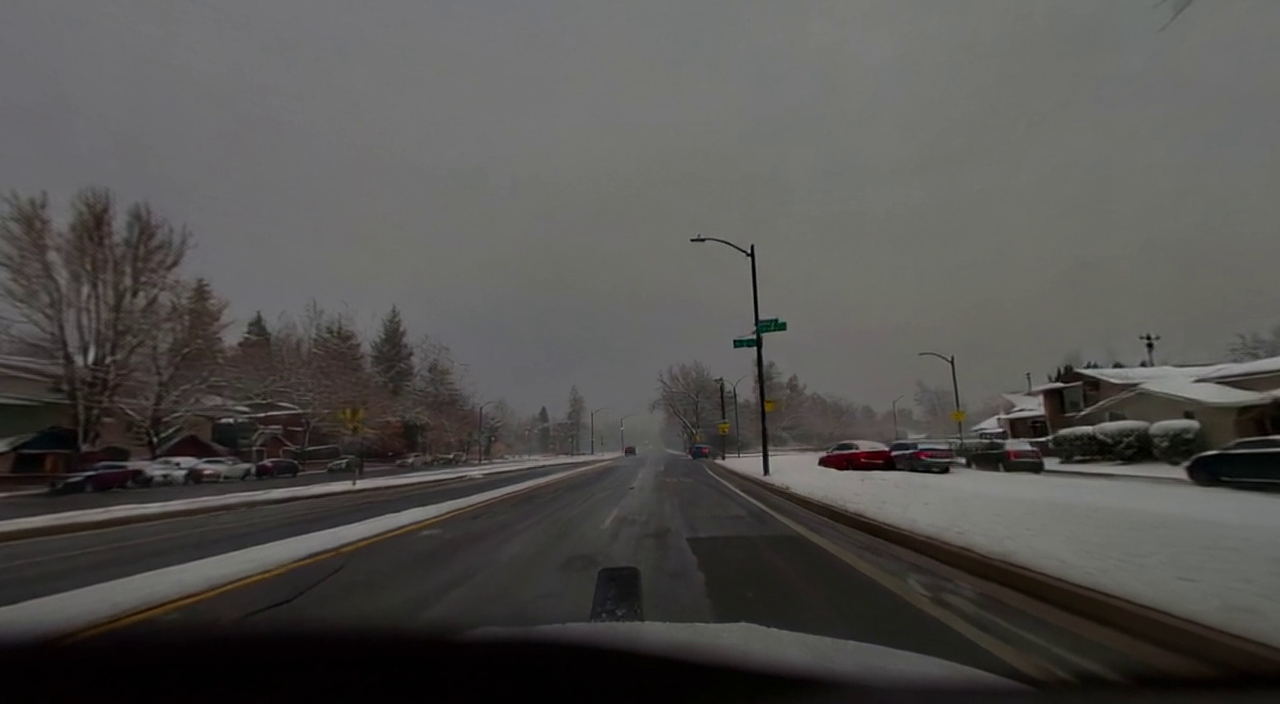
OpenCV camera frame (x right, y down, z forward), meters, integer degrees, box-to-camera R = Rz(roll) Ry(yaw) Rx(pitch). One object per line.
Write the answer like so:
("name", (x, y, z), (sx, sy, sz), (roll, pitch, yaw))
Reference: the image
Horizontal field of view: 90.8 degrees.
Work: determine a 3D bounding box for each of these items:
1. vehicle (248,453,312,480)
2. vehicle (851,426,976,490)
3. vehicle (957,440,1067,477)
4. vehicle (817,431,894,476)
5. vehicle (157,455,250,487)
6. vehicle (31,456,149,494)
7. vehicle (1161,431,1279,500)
("vehicle", (-27.163, 8.735, 47.880), (1.936, 1.723, 4.573), (-4, -13, 3))
("vehicle", (9.096, 3.719, 21.541), (1.923, 1.741, 4.683), (-3, -13, -2))
("vehicle", (16.108, 4.639, 27.730), (1.969, 1.465, 4.930), (0, -8, 2))
("vehicle", (9.172, 4.486, 27.318), (2.004, 1.476, 4.588), (-4, -14, 4))
("vehicle", (-27.610, 7.504, 40.234), (2.076, 1.815, 4.985), (-1, -9, 5))
("vehicle", (-28.113, 6.408, 32.517), (1.983, 1.691, 4.336), (-3, -13, 2))
("vehicle", (15.683, 2.755, 15.489), (1.940, 1.556, 4.542), (0, -8, 1))
